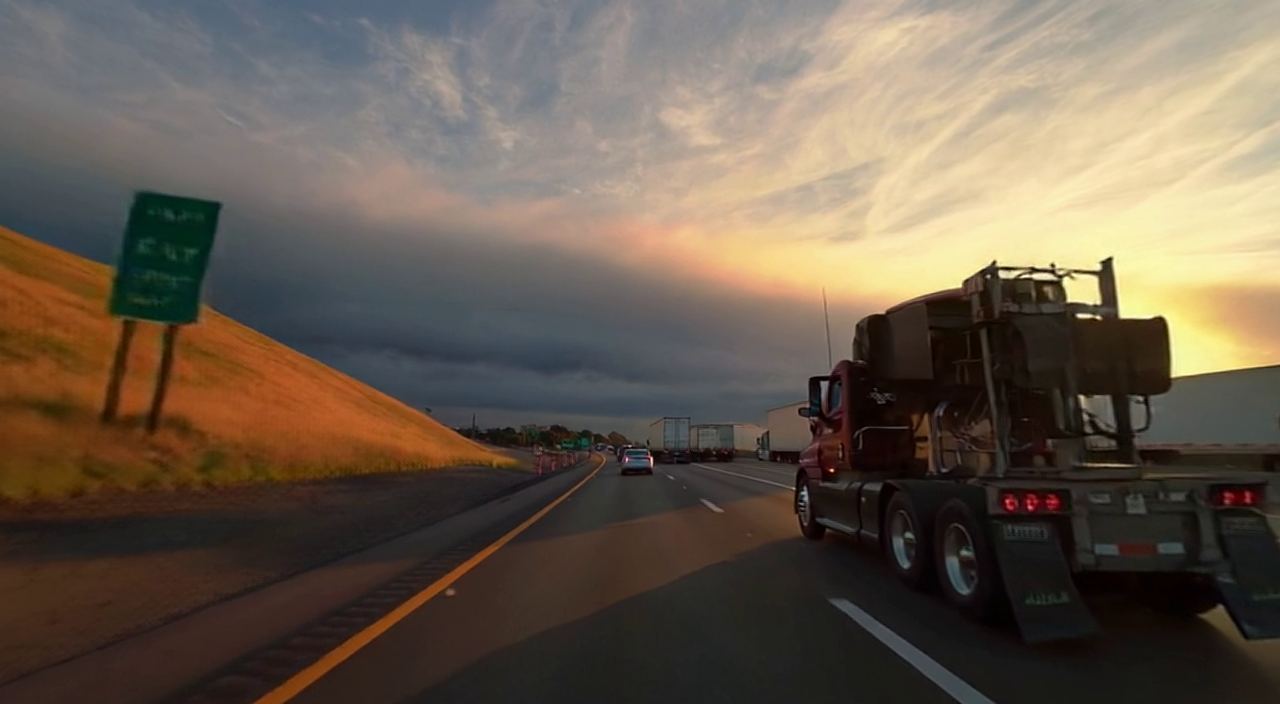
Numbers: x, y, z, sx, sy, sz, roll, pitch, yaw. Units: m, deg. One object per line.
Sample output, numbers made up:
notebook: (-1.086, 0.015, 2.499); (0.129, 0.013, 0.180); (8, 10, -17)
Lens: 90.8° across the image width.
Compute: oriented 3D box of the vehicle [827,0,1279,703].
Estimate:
vehicle: (3.641, -0.536, 0.453); (2.874, 4.065, 14.243); (0, -9, 1)

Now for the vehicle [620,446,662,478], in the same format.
vehicle: (0.016, 5.312, 30.611); (1.927, 1.437, 3.794); (0, -9, -1)

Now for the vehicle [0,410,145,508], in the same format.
vehicle: (-12.761, 2.158, 12.806); (2.012, 1.783, 4.216); (0, -9, -1)
